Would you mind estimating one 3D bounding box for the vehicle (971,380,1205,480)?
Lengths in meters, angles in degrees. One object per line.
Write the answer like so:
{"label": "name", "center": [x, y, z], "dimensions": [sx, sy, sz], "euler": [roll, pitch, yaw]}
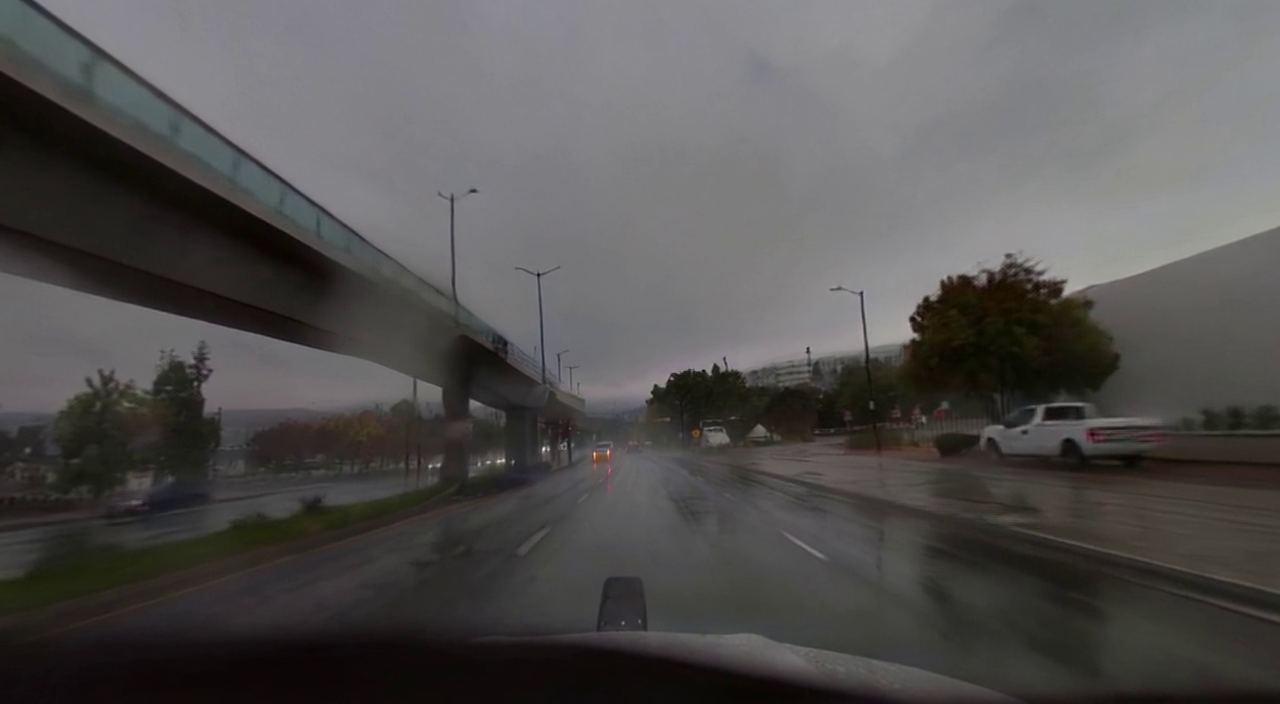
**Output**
{"label": "vehicle", "center": [10.650, 1.982, 15.542], "dimensions": [2.244, 1.866, 4.603], "euler": [-6, -9, 0]}
